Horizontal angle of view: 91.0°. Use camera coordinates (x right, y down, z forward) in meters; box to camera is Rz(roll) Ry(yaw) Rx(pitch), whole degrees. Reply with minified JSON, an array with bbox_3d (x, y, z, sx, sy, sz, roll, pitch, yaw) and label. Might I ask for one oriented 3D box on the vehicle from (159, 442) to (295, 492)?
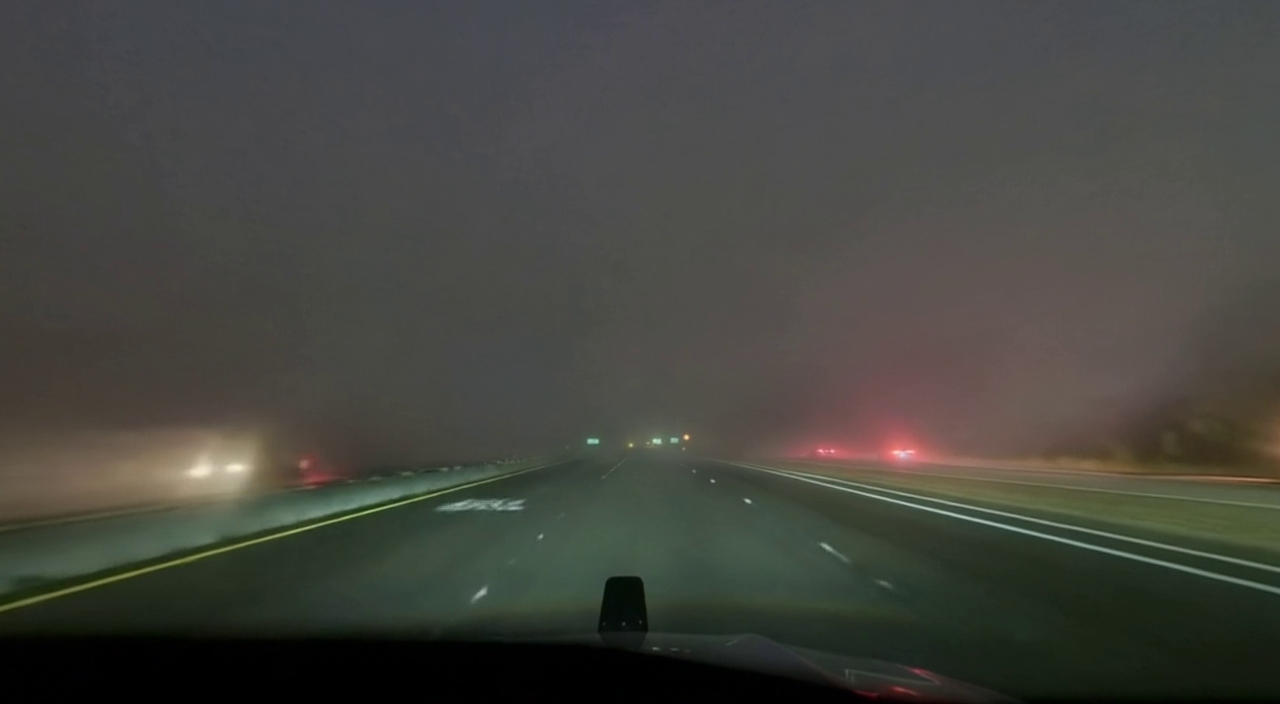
[{"bbox_3d":[-15.476,4.300,23.959,2.024,1.680,4.573,0,-8,0],"label":"vehicle"}]
